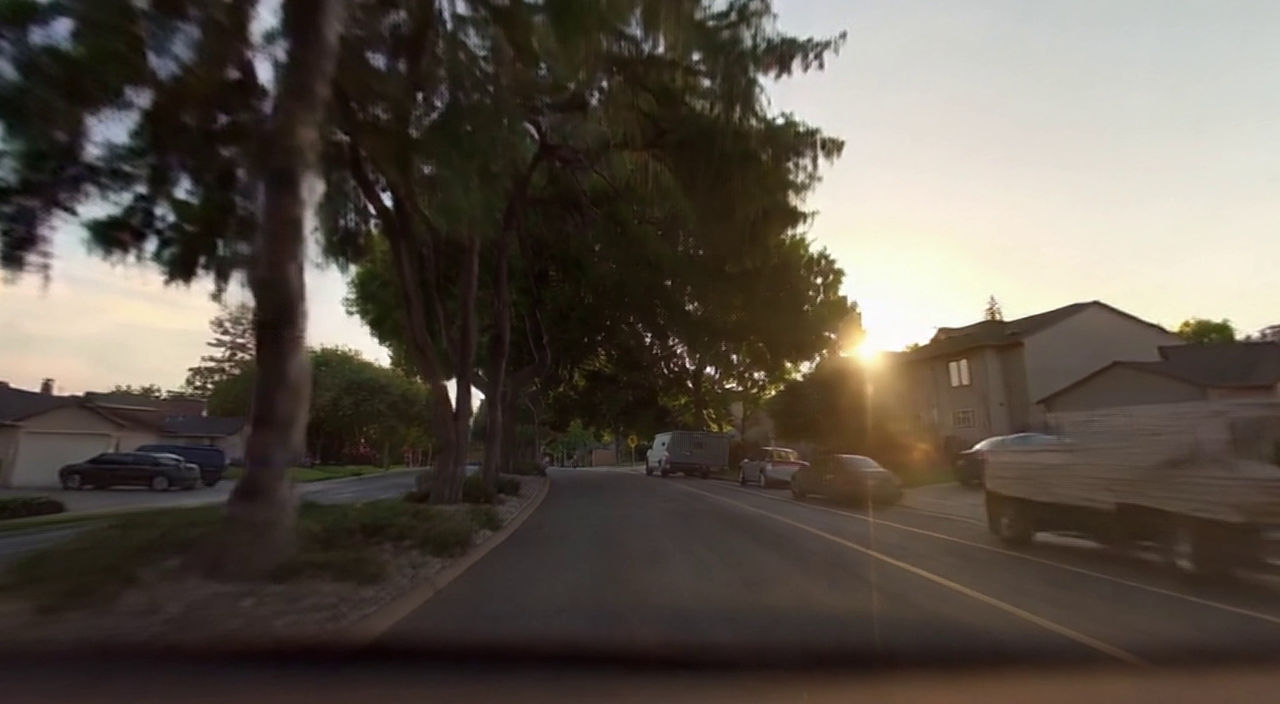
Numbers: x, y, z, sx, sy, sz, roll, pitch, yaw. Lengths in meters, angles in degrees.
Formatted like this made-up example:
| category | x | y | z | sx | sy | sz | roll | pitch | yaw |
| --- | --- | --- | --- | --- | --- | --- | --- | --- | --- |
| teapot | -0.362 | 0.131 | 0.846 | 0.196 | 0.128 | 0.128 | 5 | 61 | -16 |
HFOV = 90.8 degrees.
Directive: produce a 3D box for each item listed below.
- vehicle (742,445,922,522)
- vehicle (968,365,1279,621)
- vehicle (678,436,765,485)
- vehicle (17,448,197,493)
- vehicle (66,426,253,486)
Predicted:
| category | x | y | z | sx | sy | sz | roll | pitch | yaw |
| --- | --- | --- | --- | --- | --- | --- | --- | --- | --- |
| vehicle | 4.882 | 3.394 | 17.133 | 2.713 | 1.671 | 4.939 | 1 | -8 | -9 |
| vehicle | 6.421 | 1.501 | 7.441 | 2.305 | 2.111 | 4.965 | 0 | -9 | -1 |
| vehicle | 3.798 | 5.281 | 31.204 | 2.670 | 2.085 | 6.775 | 1 | -9 | -7 |
| vehicle | -19.168 | 4.253 | 22.969 | 4.502 | 1.511 | 1.939 | 2 | -9 | -12 |
| vehicle | -20.146 | 4.402 | 26.845 | 5.680 | 2.354 | 2.326 | 2 | -10 | -13 |
